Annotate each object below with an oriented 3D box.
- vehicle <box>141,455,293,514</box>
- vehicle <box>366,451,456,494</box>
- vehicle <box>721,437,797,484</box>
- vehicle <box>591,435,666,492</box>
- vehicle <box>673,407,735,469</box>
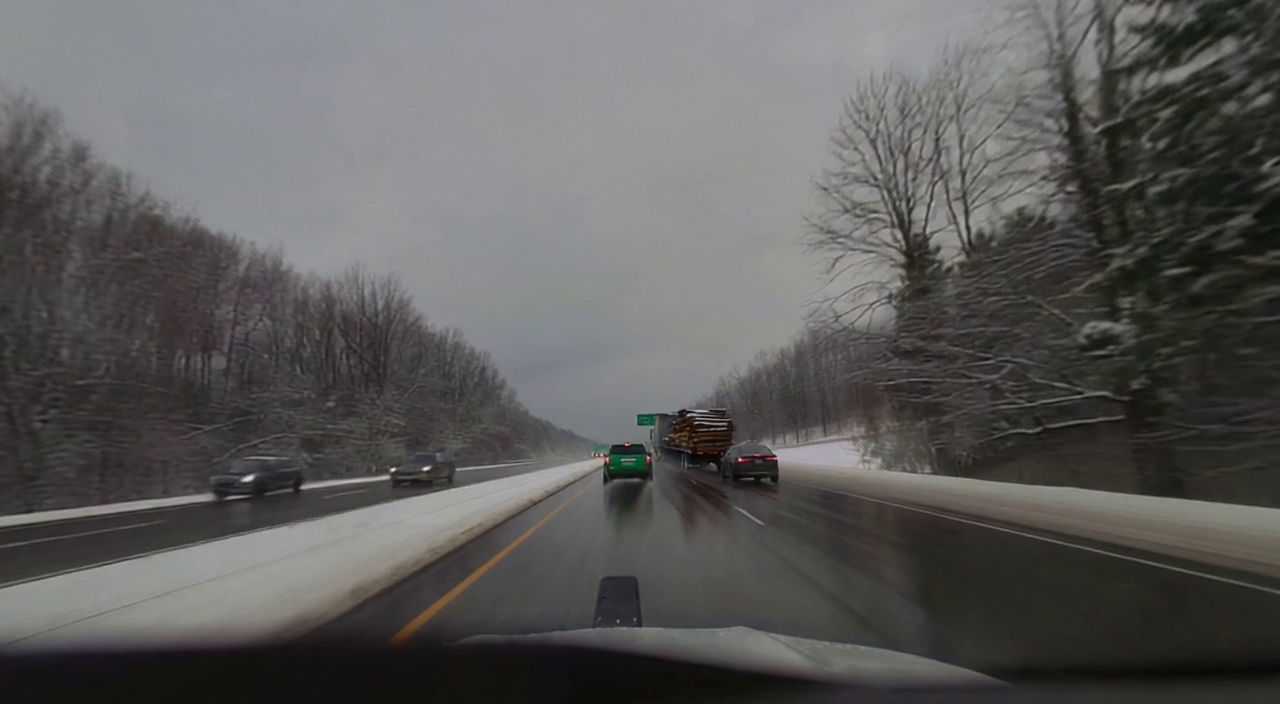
[{"bbox_3d":[-13.516,4.204,20.421,1.965,1.625,4.309,0,-9,-1],"label":"vehicle"},{"bbox_3d":[-8.925,4.689,24.796,1.999,1.498,4.105,-1,-9,0],"label":"vehicle"},{"bbox_3d":[4.646,4.310,25.120,2.057,1.660,4.525,0,-9,-1],"label":"vehicle"},{"bbox_3d":[-0.387,3.679,21.042,2.263,1.699,3.936,0,-9,-1],"label":"vehicle"},{"bbox_3d":[4.263,6.047,43.732,3.125,3.895,8.461,0,-9,-2],"label":"vehicle"}]
